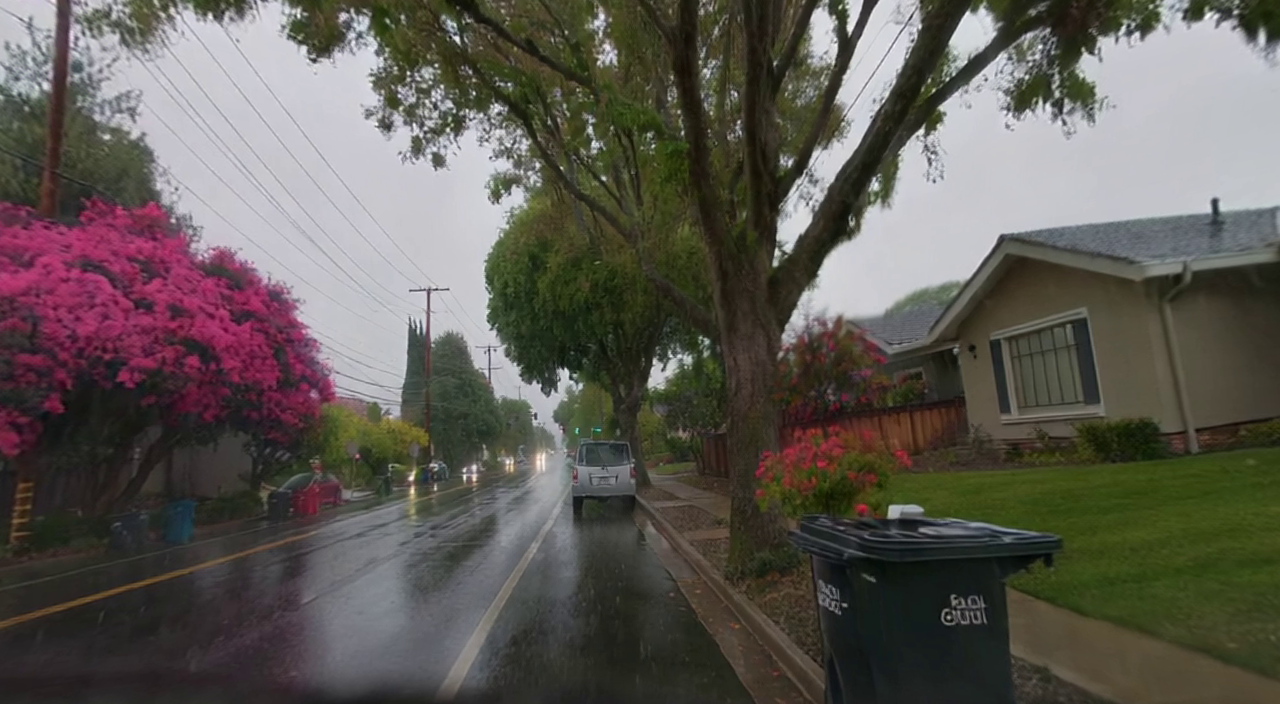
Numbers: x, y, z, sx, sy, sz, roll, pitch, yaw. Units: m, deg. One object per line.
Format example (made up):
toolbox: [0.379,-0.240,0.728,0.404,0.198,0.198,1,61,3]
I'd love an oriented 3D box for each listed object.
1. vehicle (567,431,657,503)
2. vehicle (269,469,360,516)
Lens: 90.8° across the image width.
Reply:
vehicle: [-0.825,3.080,17.386,2.190,1.708,4.115,0,-8,-4]
vehicle: [-13.763,5.921,26.985,1.982,1.660,4.142,1,-8,-6]
